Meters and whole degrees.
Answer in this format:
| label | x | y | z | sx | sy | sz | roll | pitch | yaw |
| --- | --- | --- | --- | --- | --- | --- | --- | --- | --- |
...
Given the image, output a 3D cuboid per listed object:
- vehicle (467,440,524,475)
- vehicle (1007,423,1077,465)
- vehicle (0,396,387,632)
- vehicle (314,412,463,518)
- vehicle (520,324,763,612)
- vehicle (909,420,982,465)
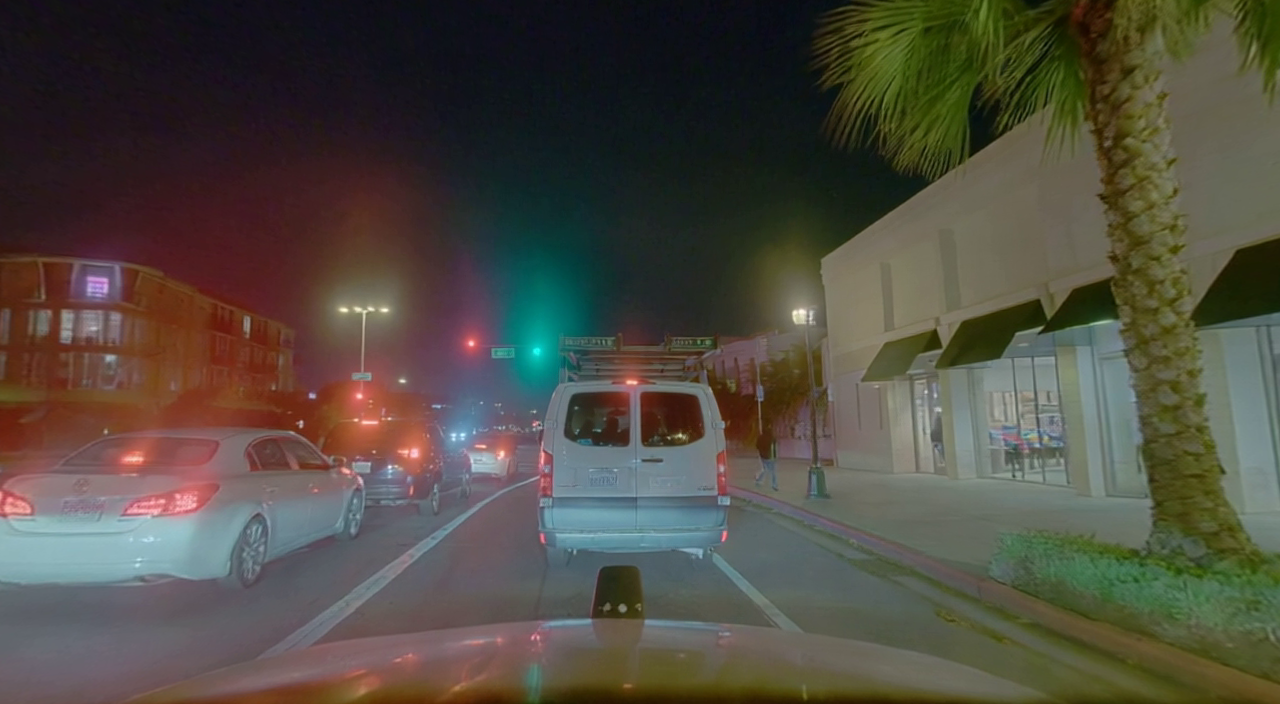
| label | x | y | z | sx | sy | sz | roll | pitch | yaw |
| --- | --- | --- | --- | --- | --- | --- | --- | --- | --- |
| vehicle | -6.824 | 4.894 | 29.590 | 1.818 | 1.479 | 4.428 | 4 | -9 | -22 |
| vehicle | 15.802 | 3.616 | 24.728 | 2.048 | 1.475 | 3.972 | -6 | -10 | 34 |
| vehicle | -4.378 | 1.469 | 6.678 | 1.986 | 1.643 | 4.315 | 1 | -9 | -6 |
| vehicle | -5.208 | 2.403 | 13.898 | 2.089 | 1.854 | 5.022 | 2 | -9 | -11 |
| vehicle | -0.199 | 1.213 | 7.185 | 1.902 | 2.238 | 4.263 | 1 | -9 | -6 |
| vehicle | 12.660 | 3.758 | 26.050 | 2.046 | 1.675 | 3.924 | -6 | -10 | 33 |
